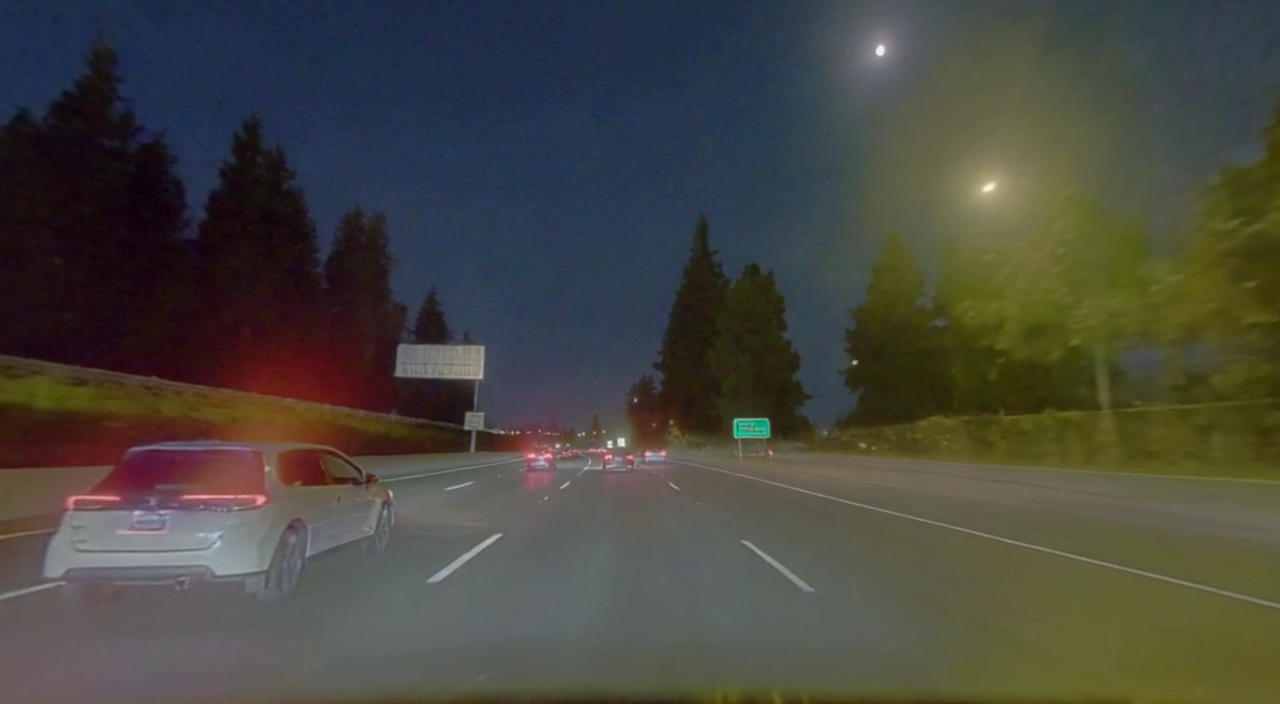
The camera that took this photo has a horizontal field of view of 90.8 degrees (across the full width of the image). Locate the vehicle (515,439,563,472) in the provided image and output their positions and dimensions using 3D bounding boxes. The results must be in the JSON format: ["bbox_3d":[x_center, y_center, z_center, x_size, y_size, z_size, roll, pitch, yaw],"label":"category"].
[{"bbox_3d":[-5.662,5.891,36.093,2.244,1.755,4.417,0,-9,-3],"label":"vehicle"}]

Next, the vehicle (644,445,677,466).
[{"bbox_3d":[1.480,7.619,46.697,2.021,1.447,3.985,0,-9,-4],"label":"vehicle"}]

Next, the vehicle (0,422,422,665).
[{"bbox_3d":[-4.128,1.563,6.456,2.049,1.482,4.981,0,-9,0],"label":"vehicle"}]

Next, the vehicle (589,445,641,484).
[{"bbox_3d":[-1.062,4.516,25.746,1.947,1.437,4.345,0,-9,-4],"label":"vehicle"}]
